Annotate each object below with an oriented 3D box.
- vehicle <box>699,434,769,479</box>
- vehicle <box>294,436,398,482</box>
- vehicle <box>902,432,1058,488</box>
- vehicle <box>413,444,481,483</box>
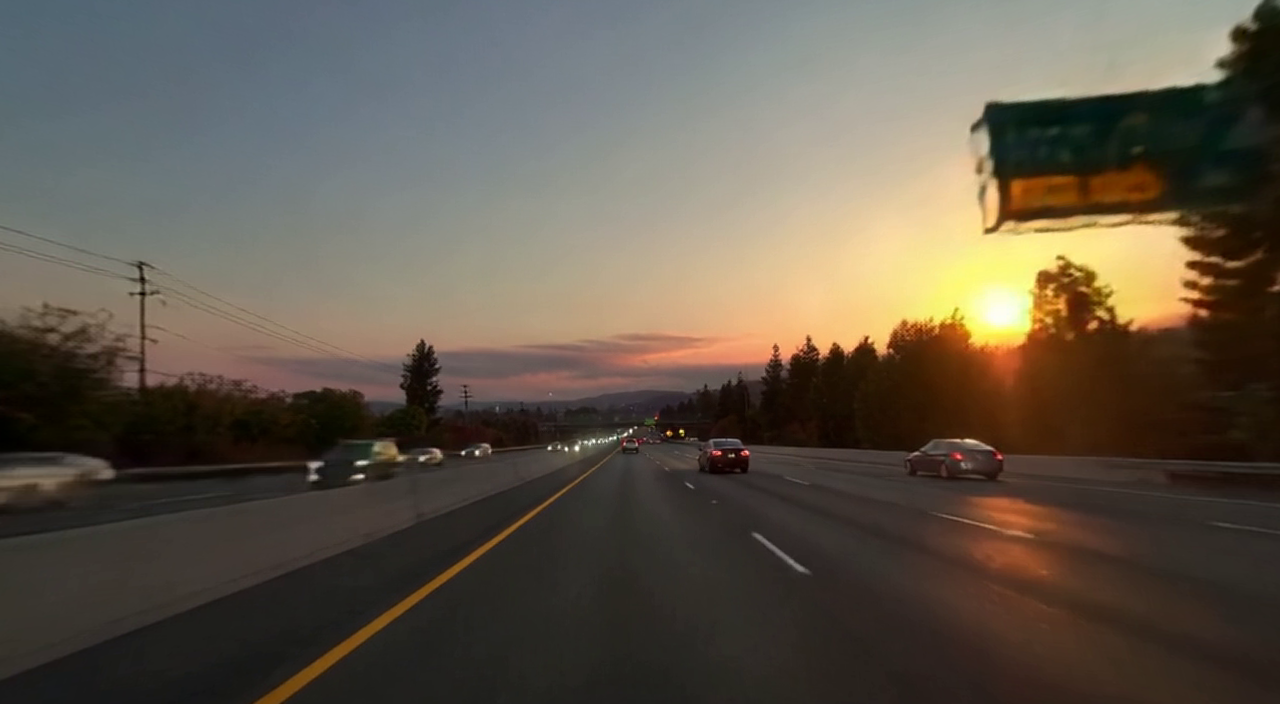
[{"bbox_3d":[3.628,4.118,25.163,2.018,1.600,4.121,0,-8,-2],"label":"vehicle"},{"bbox_3d":[-11.478,4.200,25.078,1.951,1.628,4.636,0,-8,-1],"label":"vehicle"},{"bbox_3d":[10.452,3.366,20.005,1.987,1.502,5.130,0,-8,-1],"label":"vehicle"},{"bbox_3d":[-7.330,4.233,24.328,1.530,1.369,3.450,0,-8,0],"label":"vehicle"}]
